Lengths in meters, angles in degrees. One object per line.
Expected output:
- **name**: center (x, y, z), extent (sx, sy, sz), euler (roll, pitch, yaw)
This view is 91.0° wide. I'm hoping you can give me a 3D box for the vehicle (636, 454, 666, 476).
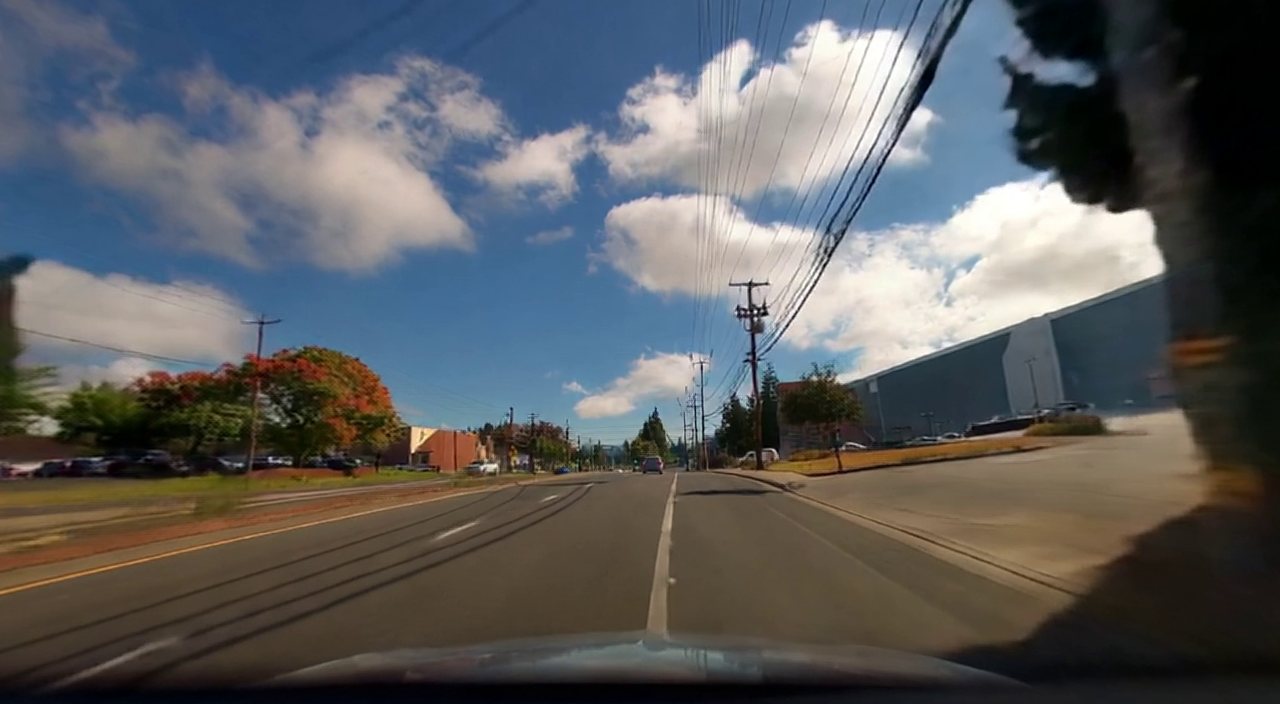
- **vehicle**: center (0.859, 8.458, 47.264), extent (2.114, 1.492, 4.453), euler (-1, -9, 2)
